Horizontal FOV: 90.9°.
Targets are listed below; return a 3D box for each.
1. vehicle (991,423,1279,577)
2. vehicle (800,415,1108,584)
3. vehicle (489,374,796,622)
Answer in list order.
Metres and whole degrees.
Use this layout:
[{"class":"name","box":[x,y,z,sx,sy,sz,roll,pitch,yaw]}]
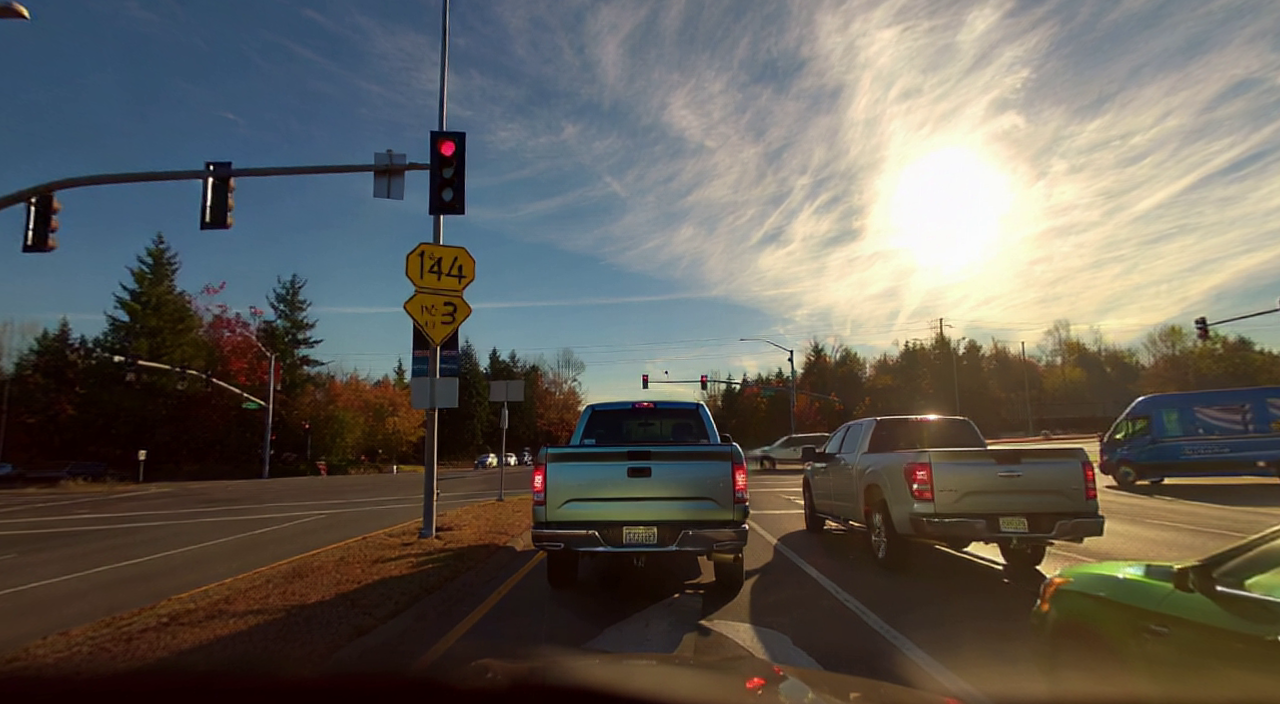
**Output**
[{"class":"vehicle","box":[6.827,1.743,8.263,1.973,1.470,4.228,0,-8,0]},{"class":"vehicle","box":[3.573,1.731,8.201,1.981,1.616,4.006,0,-8,1]},{"class":"vehicle","box":[0.044,1.474,7.356,2.326,1.880,4.964,0,-8,1]}]
